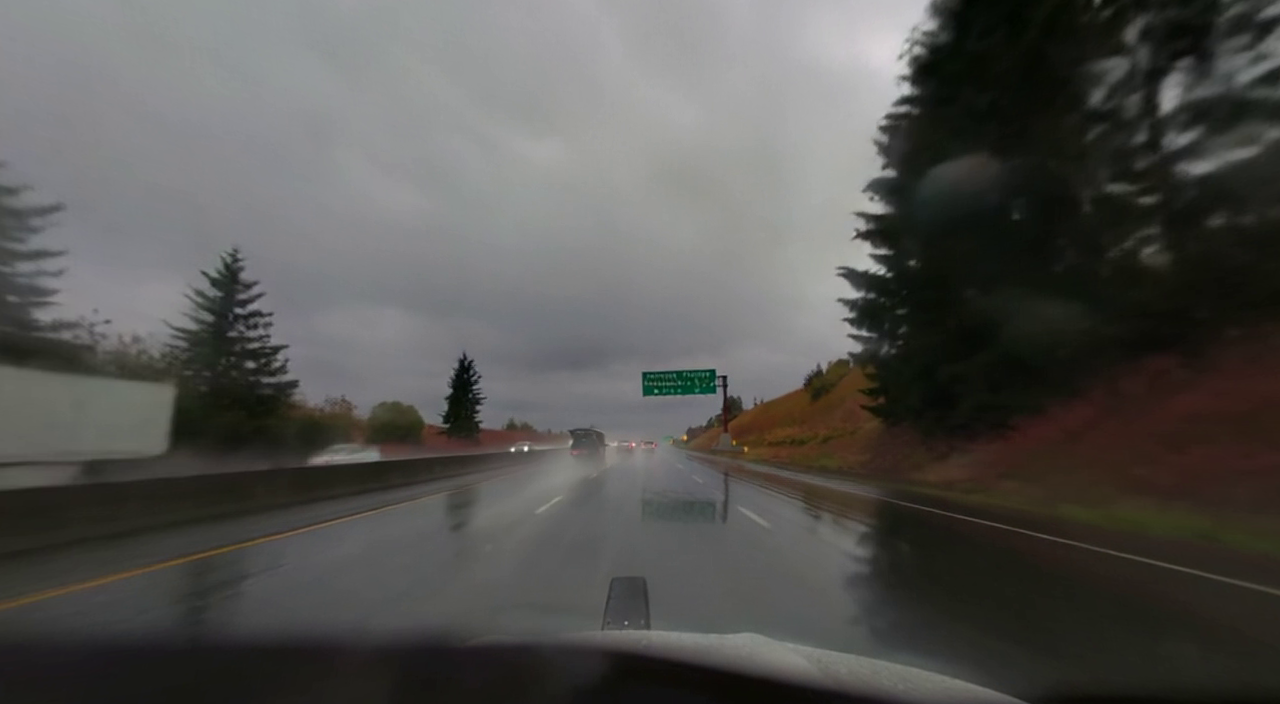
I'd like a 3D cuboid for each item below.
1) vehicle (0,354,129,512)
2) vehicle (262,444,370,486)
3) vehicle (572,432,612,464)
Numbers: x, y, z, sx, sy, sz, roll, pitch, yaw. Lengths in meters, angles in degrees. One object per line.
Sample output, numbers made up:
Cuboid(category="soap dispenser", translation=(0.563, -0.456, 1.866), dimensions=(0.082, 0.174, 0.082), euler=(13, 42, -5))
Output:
Cuboid(category="vehicle", translation=(-17.186, 1.799, 14.141), dimensions=(2.987, 3.827, 9.899), euler=(0, -8, 0))
Cuboid(category="vehicle", translation=(-12.812, 4.454, 25.245), dimensions=(1.994, 1.519, 4.317), euler=(0, -8, 1))
Cuboid(category="vehicle", translation=(-3.219, 6.589, 43.262), dimensions=(2.286, 2.011, 4.452), euler=(0, -8, 1))
